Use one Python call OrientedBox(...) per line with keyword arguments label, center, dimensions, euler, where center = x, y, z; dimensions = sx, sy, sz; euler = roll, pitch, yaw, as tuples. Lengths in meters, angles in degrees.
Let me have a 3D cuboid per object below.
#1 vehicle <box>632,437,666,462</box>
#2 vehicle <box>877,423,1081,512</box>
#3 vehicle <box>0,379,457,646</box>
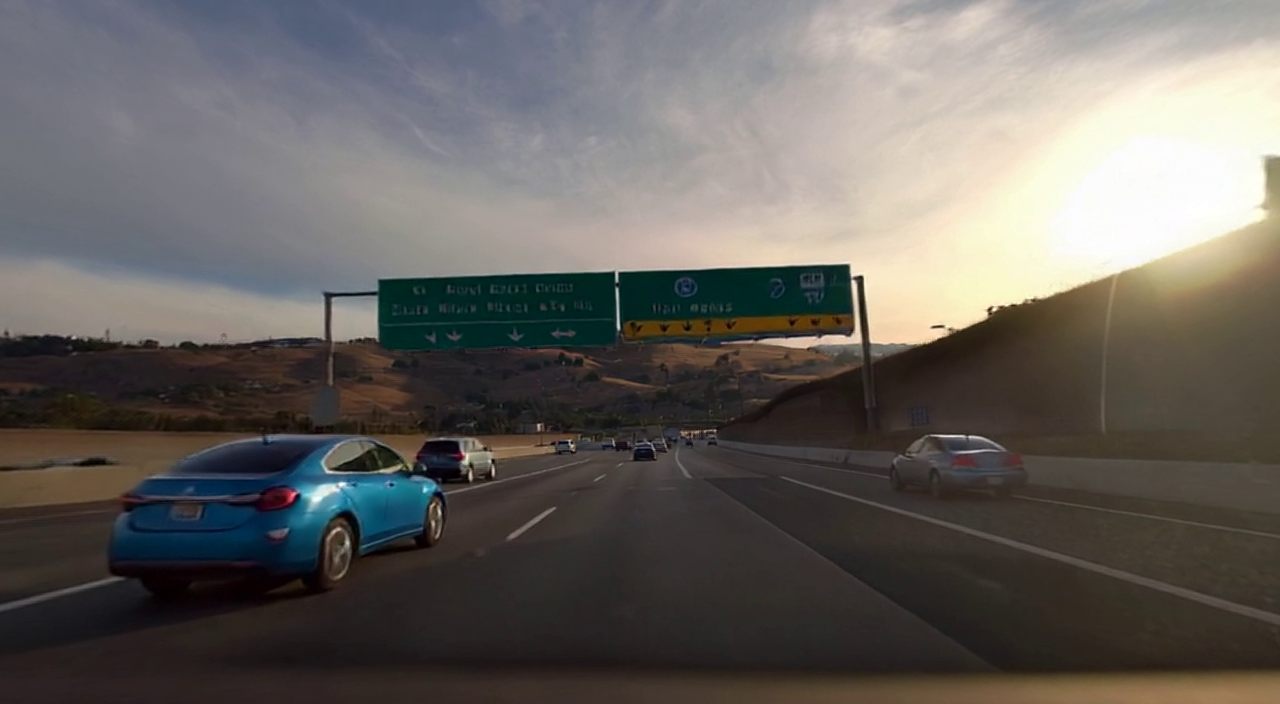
OrientedBox(label="vehicle", center=(0.736, 7.517, 48.828), dimensions=(2.172, 1.824, 5.031), euler=(-1, -8, 6))
OrientedBox(label="vehicle", center=(7.225, 2.507, 14.143), dimensions=(2.122, 1.646, 4.491), euler=(-1, -8, 1))
OrientedBox(label="vehicle", center=(-3.905, 1.429, 6.766), dimensions=(2.210, 1.730, 5.133), euler=(-1, -8, 2))
